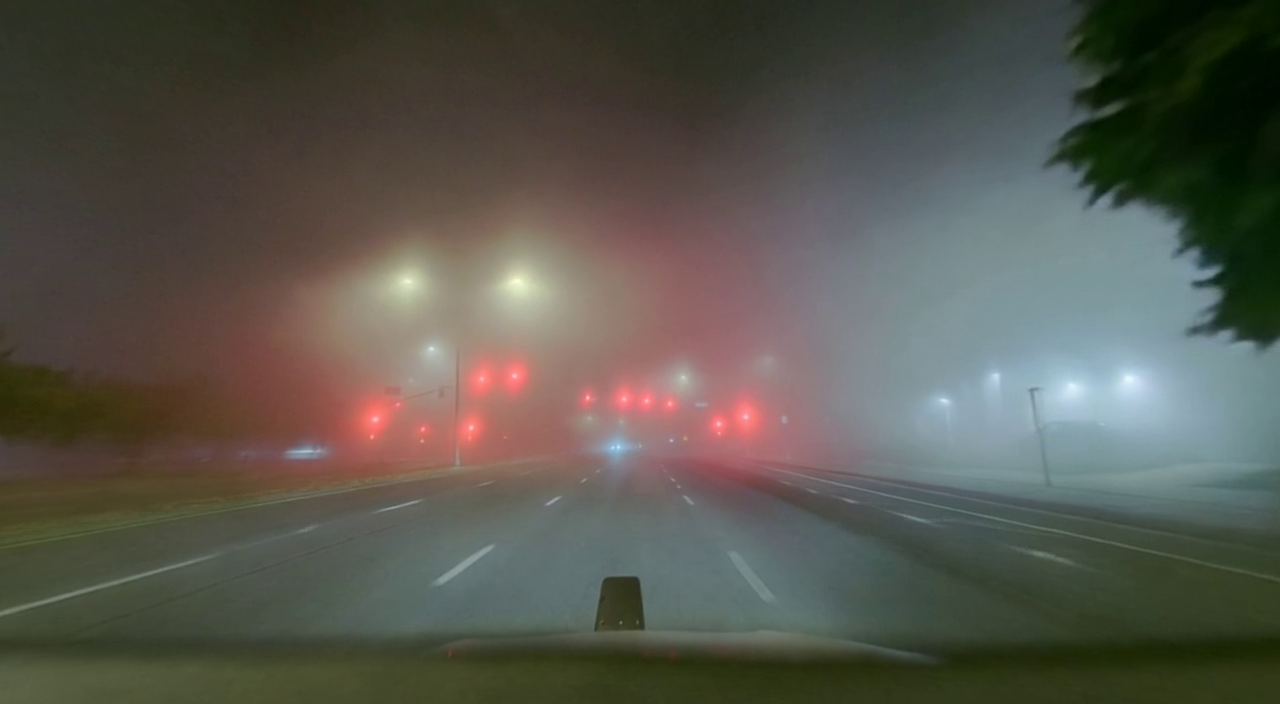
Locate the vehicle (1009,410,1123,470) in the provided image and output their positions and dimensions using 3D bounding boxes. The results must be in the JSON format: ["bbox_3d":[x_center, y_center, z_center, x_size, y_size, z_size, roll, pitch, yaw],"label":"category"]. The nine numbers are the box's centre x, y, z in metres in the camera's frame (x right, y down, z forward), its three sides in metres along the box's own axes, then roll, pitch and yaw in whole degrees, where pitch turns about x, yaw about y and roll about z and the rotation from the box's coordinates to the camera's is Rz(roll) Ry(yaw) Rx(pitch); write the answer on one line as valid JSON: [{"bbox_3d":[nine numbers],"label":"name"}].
[{"bbox_3d":[16.380,3.439,24.507,1.951,2.131,3.345,1,-9,-1],"label":"vehicle"}]
